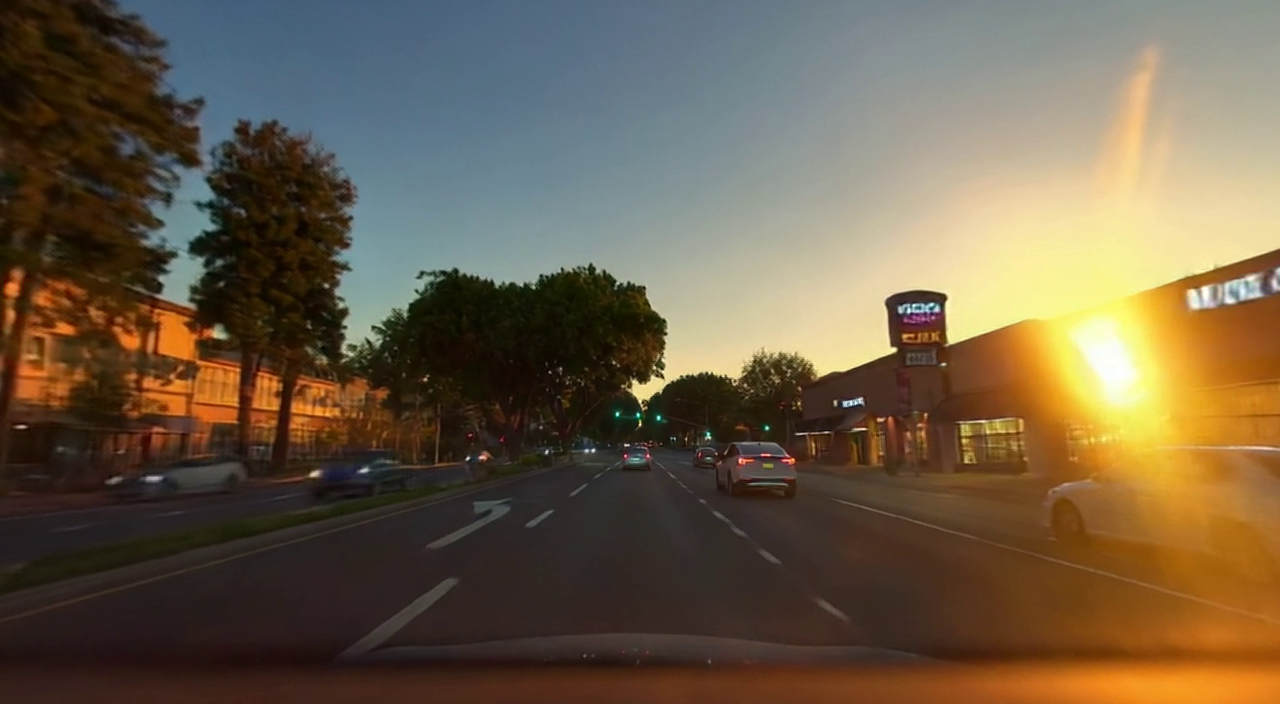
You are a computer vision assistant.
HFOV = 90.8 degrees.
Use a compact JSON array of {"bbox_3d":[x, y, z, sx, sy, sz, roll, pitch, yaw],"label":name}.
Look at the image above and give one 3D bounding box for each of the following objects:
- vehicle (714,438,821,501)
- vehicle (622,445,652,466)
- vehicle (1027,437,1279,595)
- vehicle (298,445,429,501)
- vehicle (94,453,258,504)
[{"bbox_3d":[3.469,3.288,18.168,2.072,1.545,4.578,0,-8,-1],"label":"vehicle"},{"bbox_3d":[-0.212,7.520,46.007,2.052,1.461,4.324,0,-8,0],"label":"vehicle"},{"bbox_3d":[6.887,1.724,7.269,1.952,1.449,4.544,0,-8,0],"label":"vehicle"},{"bbox_3d":[-8.262,3.616,19.415,2.039,1.487,4.437,0,-8,0],"label":"vehicle"},{"bbox_3d":[-15.885,4.316,22.043,2.096,1.512,4.755,0,-8,1],"label":"vehicle"}]
